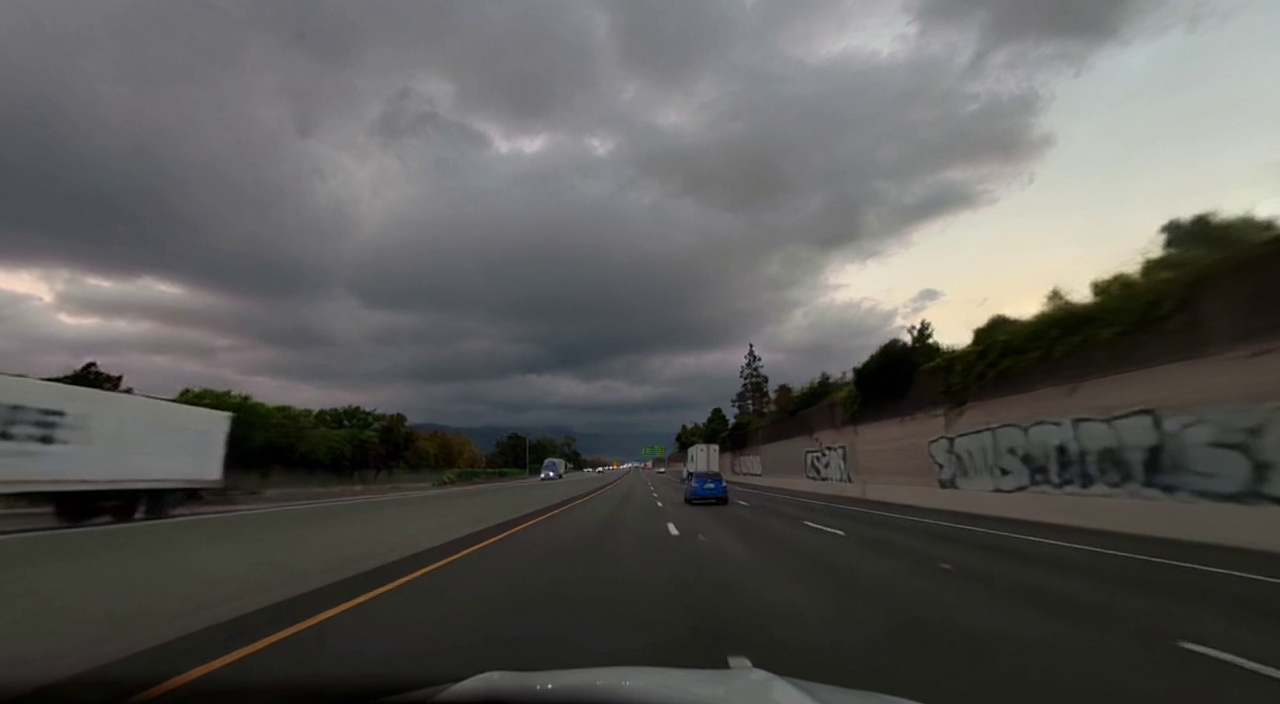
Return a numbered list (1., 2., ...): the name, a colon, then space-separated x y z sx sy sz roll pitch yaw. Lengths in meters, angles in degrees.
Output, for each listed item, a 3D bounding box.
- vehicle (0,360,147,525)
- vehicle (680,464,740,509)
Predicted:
1. vehicle: -17.390 1.858 13.591 2.968 4.026 12.783 1 -10 1
2. vehicle: 2.771 5.386 25.504 2.011 1.574 3.512 2 -10 0
